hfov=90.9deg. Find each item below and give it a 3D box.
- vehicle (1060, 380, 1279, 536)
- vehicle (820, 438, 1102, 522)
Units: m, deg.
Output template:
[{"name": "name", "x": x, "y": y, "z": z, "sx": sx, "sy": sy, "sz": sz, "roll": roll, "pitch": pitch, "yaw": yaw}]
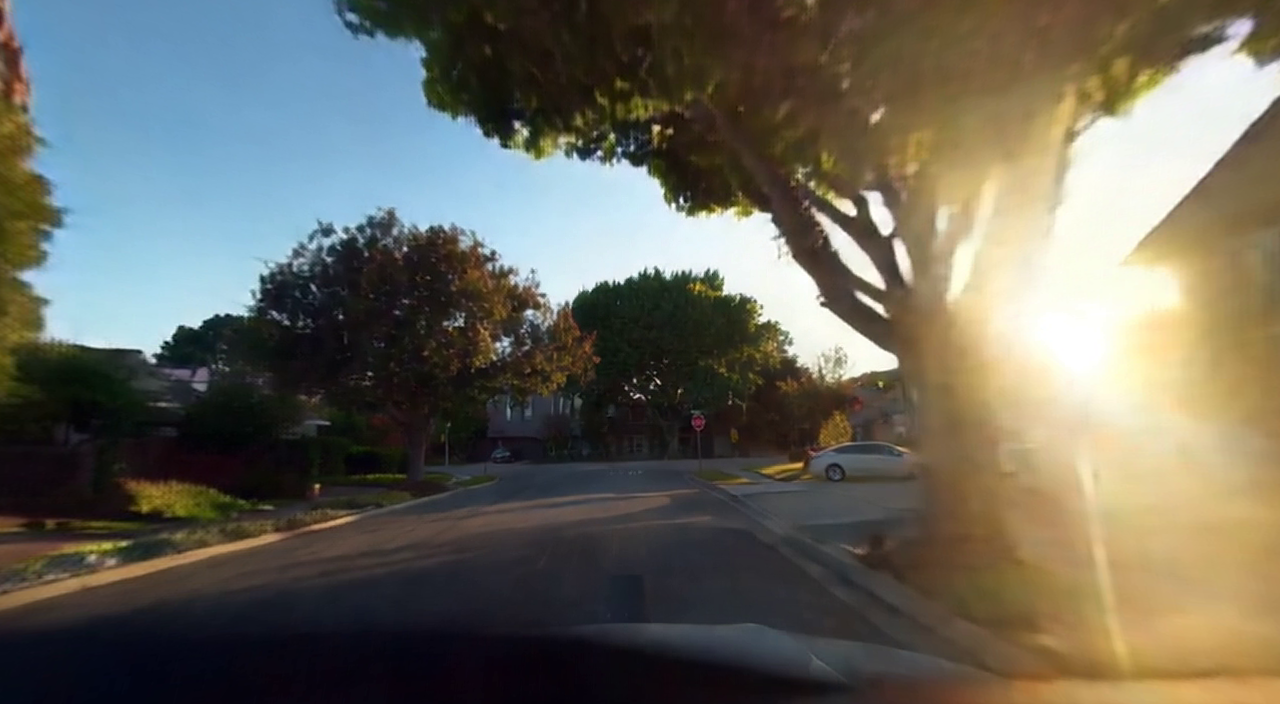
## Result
[{"name": "vehicle", "x": 9.431, "y": 1.469, "z": 9.029, "sx": 5.239, "sy": 1.933, "sz": 2.131, "roll": 0, "pitch": -8, "yaw": -1}, {"name": "vehicle", "x": 5.767, "y": 2.335, "z": 11.760, "sx": 4.229, "sy": 1.402, "sz": 1.811, "roll": 0, "pitch": -8, "yaw": 1}]
